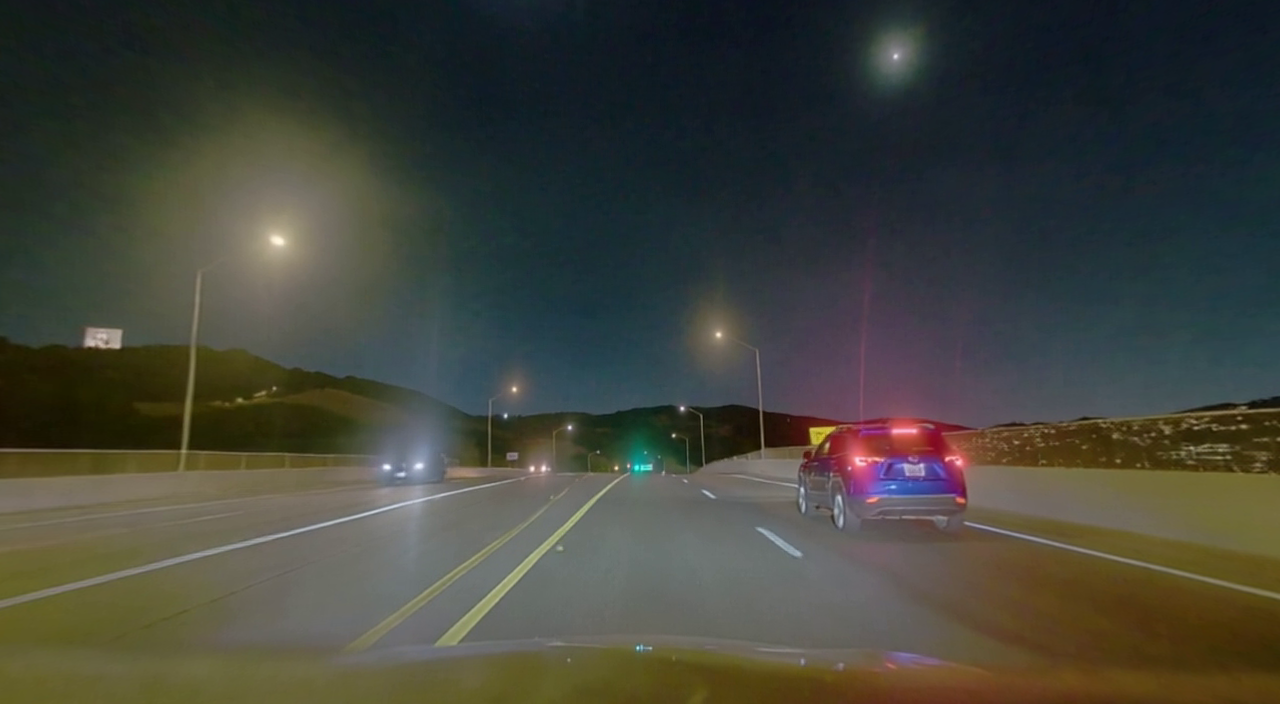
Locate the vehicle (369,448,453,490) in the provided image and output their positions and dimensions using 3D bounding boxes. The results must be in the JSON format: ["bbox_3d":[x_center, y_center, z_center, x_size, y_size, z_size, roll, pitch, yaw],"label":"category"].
[{"bbox_3d":[-10.611,5.433,29.689,2.144,1.762,4.604,0,-9,1],"label":"vehicle"}]

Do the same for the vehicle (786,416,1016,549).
[{"bbox_3d":[3.949,2.048,10.554,1.989,1.730,4.324,0,-9,0],"label":"vehicle"}]
